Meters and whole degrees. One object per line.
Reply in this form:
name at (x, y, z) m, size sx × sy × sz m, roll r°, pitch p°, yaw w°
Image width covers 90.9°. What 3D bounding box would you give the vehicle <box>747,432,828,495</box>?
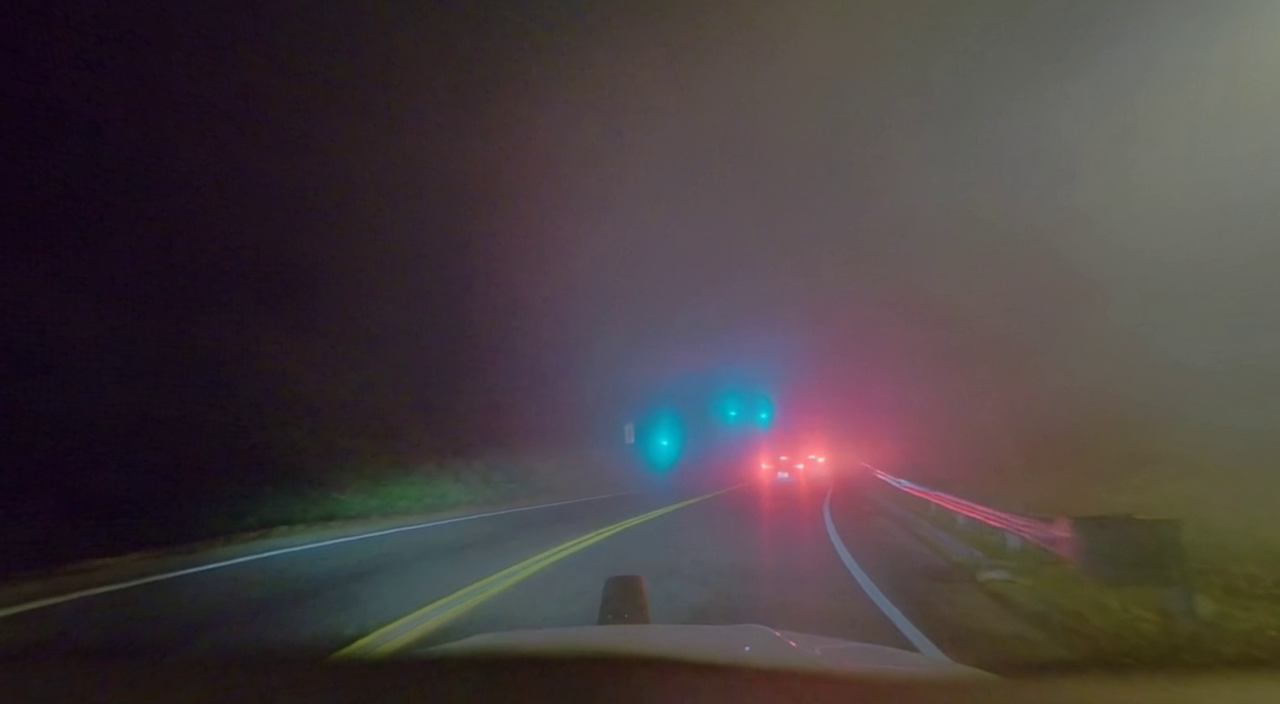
vehicle at (5.493, 3.989, 23.076) m, size 2.500 × 1.961 × 5.637 m, roll -3°, pitch -9°, yaw 15°
